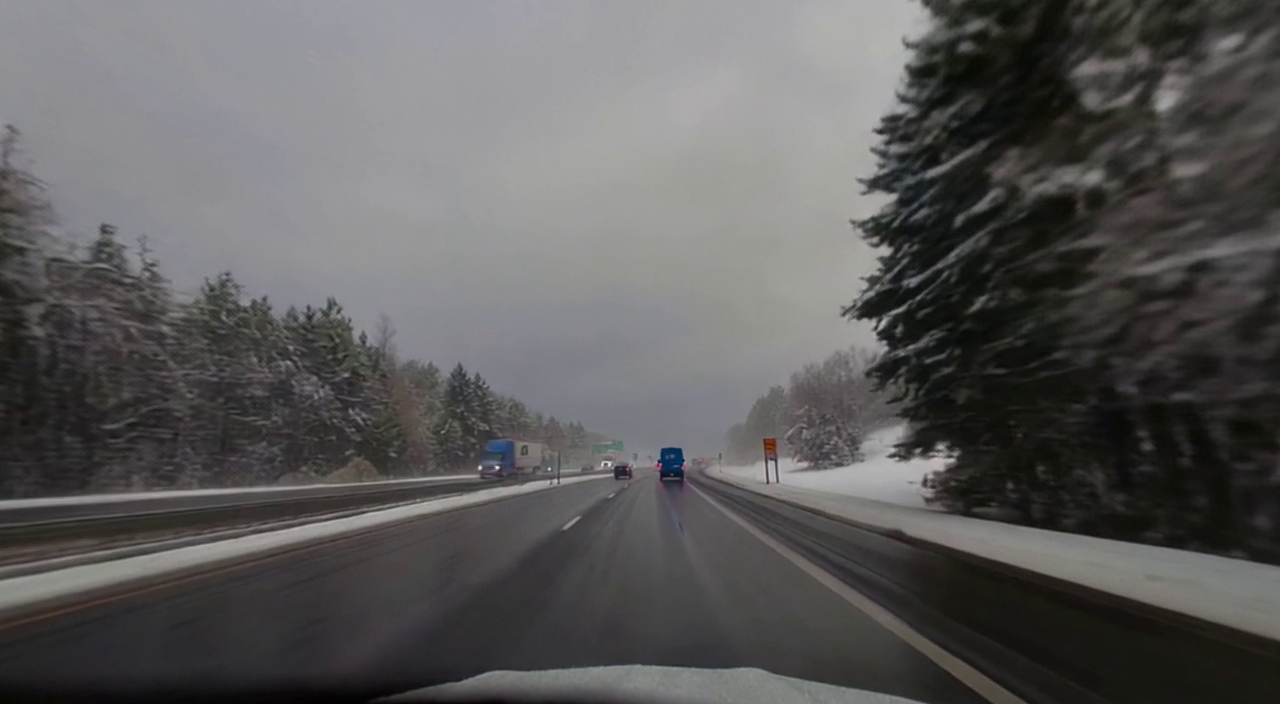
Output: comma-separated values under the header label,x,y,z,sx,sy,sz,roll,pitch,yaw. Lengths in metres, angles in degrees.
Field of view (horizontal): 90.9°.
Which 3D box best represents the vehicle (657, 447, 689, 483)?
label,x,y,z,sx,sy,sz,roll,pitch,yaw
vehicle,2.603,8.954,49.633,2.366,2.595,5.793,0,-11,2
